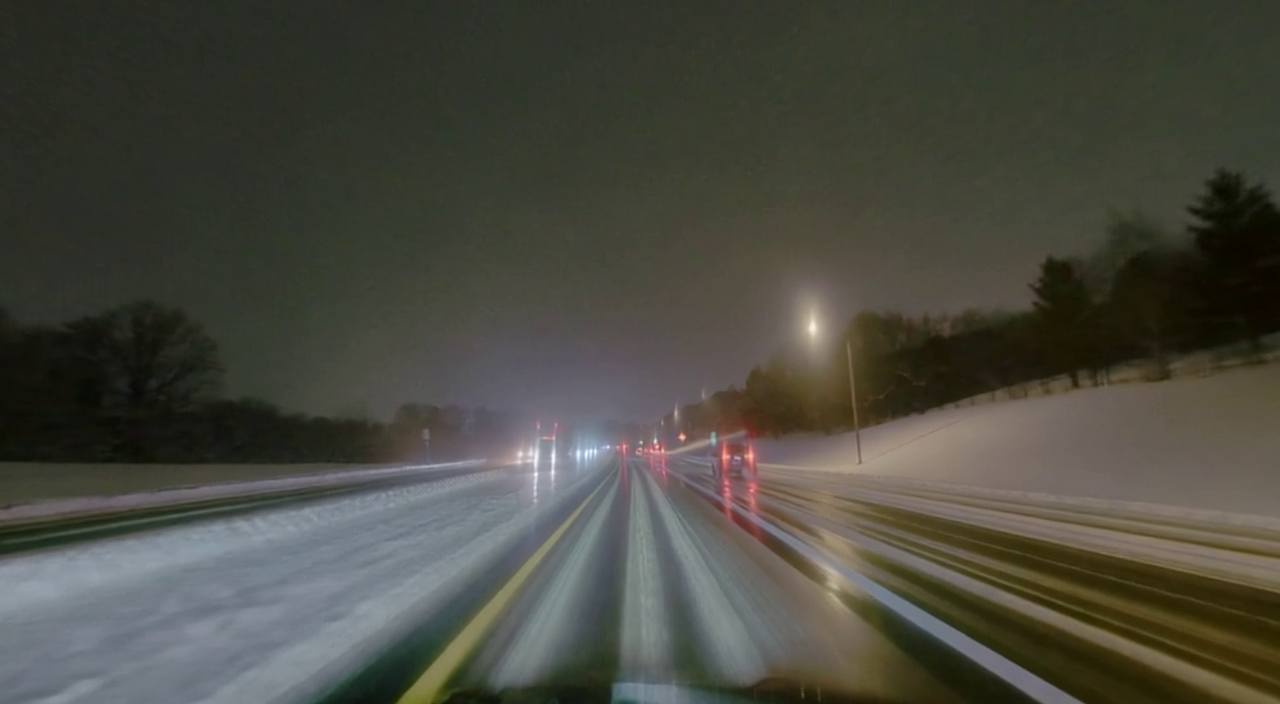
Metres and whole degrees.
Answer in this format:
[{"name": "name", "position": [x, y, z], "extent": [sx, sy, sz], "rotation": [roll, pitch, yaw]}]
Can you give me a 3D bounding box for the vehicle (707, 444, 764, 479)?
[{"name": "vehicle", "position": [4.267, 4.965, 28.630], "extent": [1.917, 1.488, 3.693], "rotation": [0, -9, -1]}]
